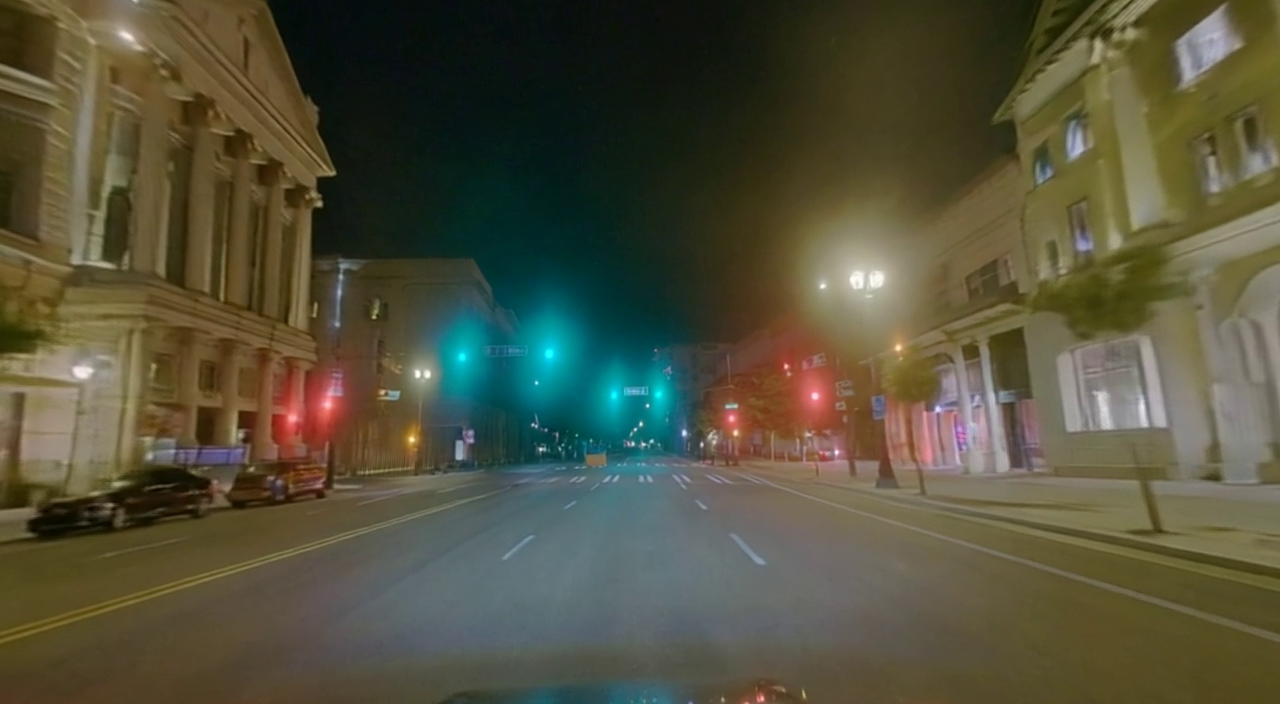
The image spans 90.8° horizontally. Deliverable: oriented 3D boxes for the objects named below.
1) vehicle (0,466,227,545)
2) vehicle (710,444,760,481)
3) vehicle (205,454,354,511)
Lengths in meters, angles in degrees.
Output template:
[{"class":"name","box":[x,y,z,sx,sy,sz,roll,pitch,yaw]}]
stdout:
[{"class":"vehicle","box":[-12.338,3.576,15.281,1.767,1.455,4.389,0,-8,-1]},{"class":"vehicle","box":[4.299,5.001,28.859,2.085,1.530,4.125,-2,-9,8]},{"class":"vehicle","box":[-12.457,4.505,22.401,2.011,1.668,5.474,-1,-8,0]}]
